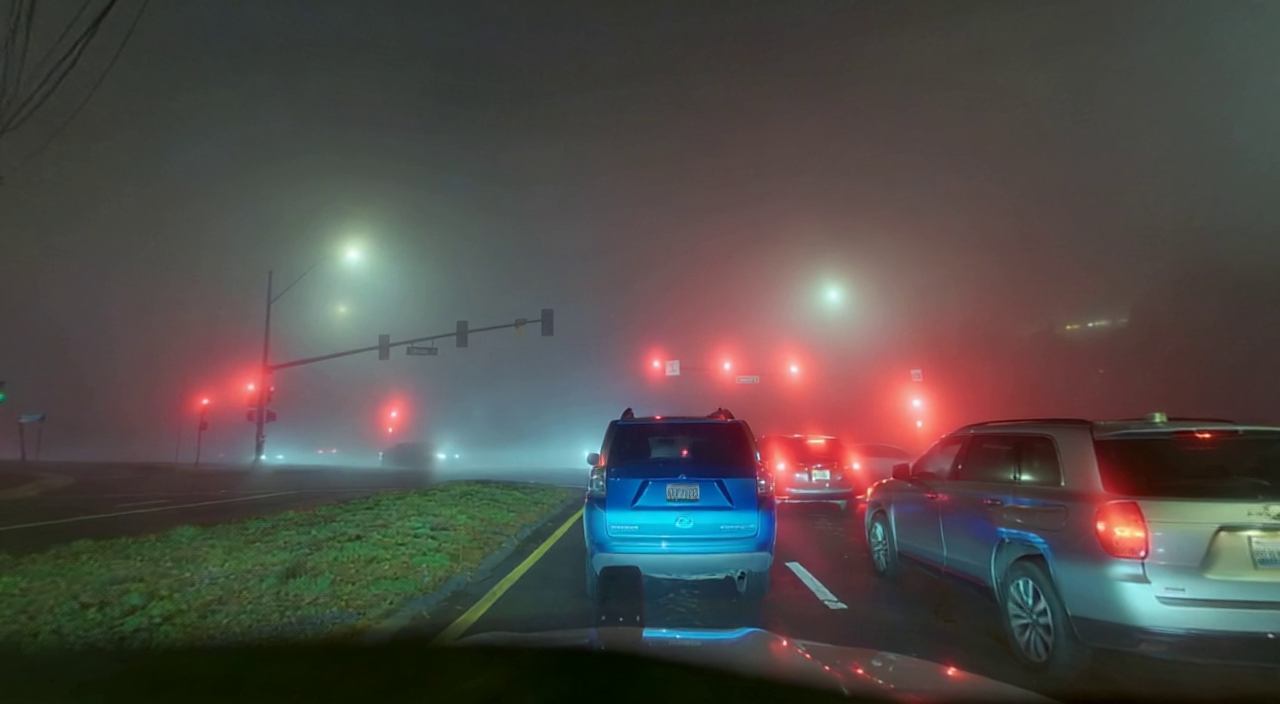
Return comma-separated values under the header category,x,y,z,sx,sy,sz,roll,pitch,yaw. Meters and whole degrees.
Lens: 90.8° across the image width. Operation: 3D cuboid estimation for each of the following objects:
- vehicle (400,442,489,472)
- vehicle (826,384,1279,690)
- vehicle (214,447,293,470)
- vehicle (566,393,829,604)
category,x,y,z,sx,sy,sz,roll,pitch,yaw
vehicle,-11.951,6.455,38.880,4.673,1.740,2.174,-1,-8,5
vehicle,3.401,1.344,5.809,1.990,1.649,4.625,0,-8,0
vehicle,-25.787,7.091,42.142,4.411,1.466,1.998,-3,-9,18
vehicle,0.432,1.562,7.625,2.240,1.778,4.335,0,-8,-2
